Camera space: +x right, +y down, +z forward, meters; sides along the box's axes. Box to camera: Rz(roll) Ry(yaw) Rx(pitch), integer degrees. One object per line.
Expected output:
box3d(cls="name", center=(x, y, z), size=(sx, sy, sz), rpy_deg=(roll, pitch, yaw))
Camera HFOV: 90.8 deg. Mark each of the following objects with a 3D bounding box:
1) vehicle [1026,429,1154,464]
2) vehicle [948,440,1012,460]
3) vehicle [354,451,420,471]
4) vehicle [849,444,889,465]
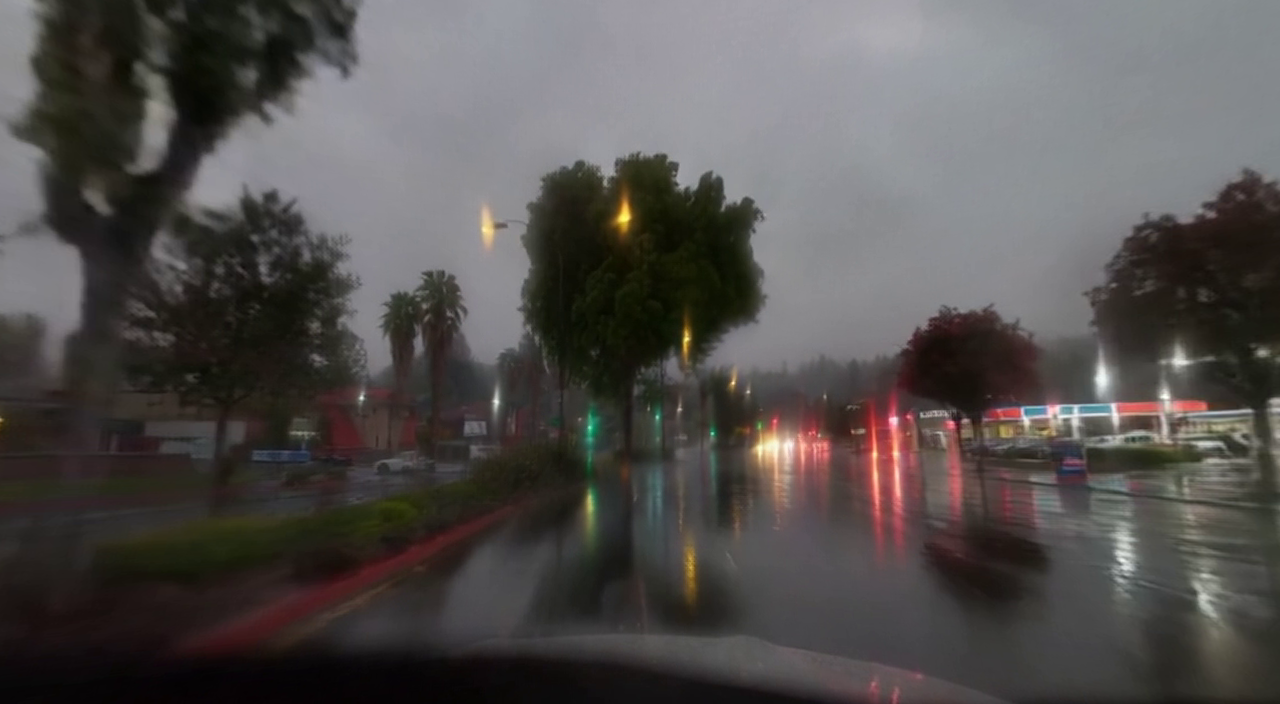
box3d(cls="vehicle", center=(24.175, 5.140, 34.286), size=(2.239, 1.742, 5.364), rpy_deg=(2, -9, -14))
box3d(cls="vehicle", center=(26.244, 7.567, 48.913), size=(1.843, 1.455, 4.558), rpy_deg=(2, -9, -11))
box3d(cls="vehicle", center=(-19.942, 8.562, 49.781), size=(4.520, 1.439, 1.919), rpy_deg=(-2, -9, 14))
box3d(cls="vehicle", center=(17.441, 7.799, 48.273), size=(2.099, 1.464, 4.615), rpy_deg=(-2, -9, 10))
